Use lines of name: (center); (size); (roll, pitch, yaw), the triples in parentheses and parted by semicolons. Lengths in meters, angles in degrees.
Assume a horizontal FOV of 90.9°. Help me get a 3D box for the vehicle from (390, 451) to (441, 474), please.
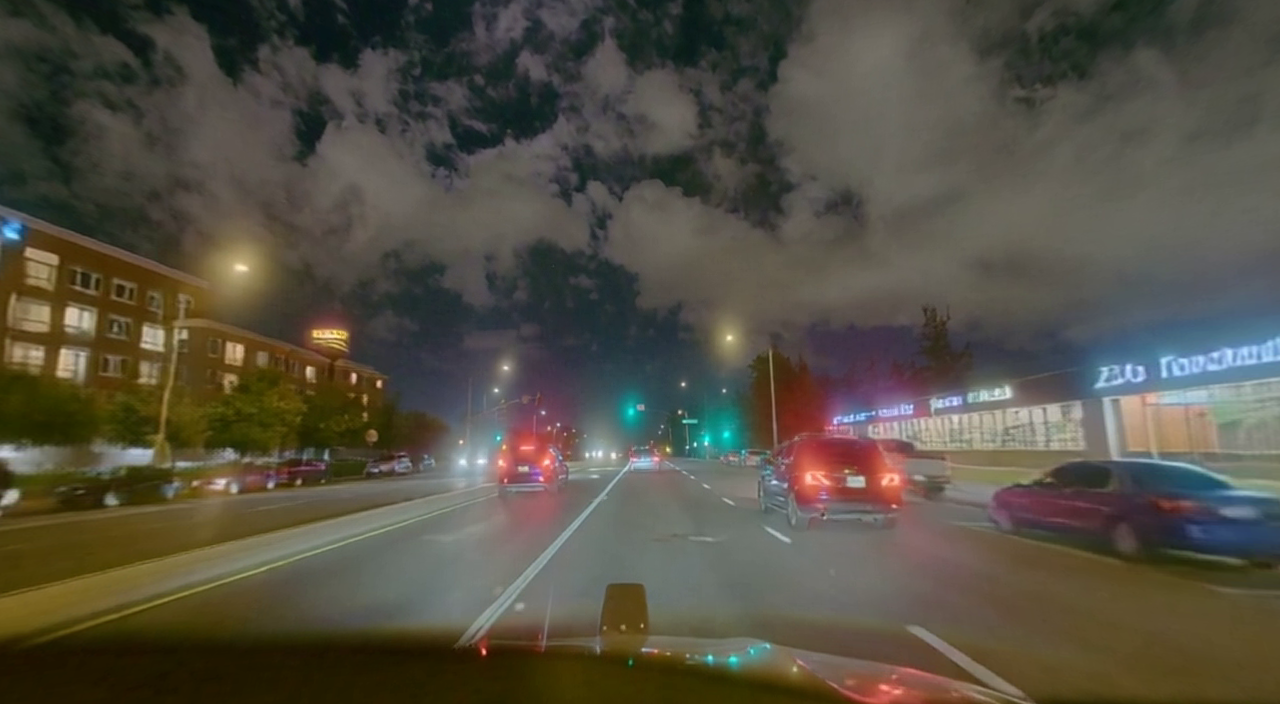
vehicle: (-16.277, 8.049, 45.997); (1.919, 1.469, 4.719); (-2, -8, 1)

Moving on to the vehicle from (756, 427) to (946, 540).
vehicle: (3.463, 2.226, 11.263); (1.987, 1.637, 3.896); (0, -9, 0)

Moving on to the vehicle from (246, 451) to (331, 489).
vehicle: (-16.871, 5.643, 30.484); (1.825, 1.560, 4.109); (-2, -8, -1)

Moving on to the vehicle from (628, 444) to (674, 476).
vehicle: (0.519, 5.329, 31.316); (2.103, 1.468, 4.094); (0, -9, 0)

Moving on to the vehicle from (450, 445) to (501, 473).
vehicle: (-10.397, 6.769, 40.131); (1.951, 1.658, 4.473); (-1, -9, 2)

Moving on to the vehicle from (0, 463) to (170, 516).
vehicle: (-16.992, 4.135, 19.394); (1.668, 1.298, 4.337); (0, -9, 1)

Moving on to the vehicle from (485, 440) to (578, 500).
vehicle: (-2.970, 3.313, 18.115); (1.860, 1.510, 4.073); (0, -9, 1)

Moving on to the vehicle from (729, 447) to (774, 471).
vehicle: (7.278, 7.025, 41.537); (1.920, 1.473, 4.898); (0, -9, -2)

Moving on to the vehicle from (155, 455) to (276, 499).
vehicle: (-16.930, 4.966, 25.424); (1.854, 1.466, 4.377); (-2, -8, 0)

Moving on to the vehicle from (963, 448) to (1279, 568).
vehicle: (7.161, 2.265, 10.019); (1.769, 1.427, 4.487); (0, -9, 2)

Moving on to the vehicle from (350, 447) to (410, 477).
vehicle: (-16.673, 7.068, 40.638); (2.001, 1.760, 4.329); (-2, -9, 0)
